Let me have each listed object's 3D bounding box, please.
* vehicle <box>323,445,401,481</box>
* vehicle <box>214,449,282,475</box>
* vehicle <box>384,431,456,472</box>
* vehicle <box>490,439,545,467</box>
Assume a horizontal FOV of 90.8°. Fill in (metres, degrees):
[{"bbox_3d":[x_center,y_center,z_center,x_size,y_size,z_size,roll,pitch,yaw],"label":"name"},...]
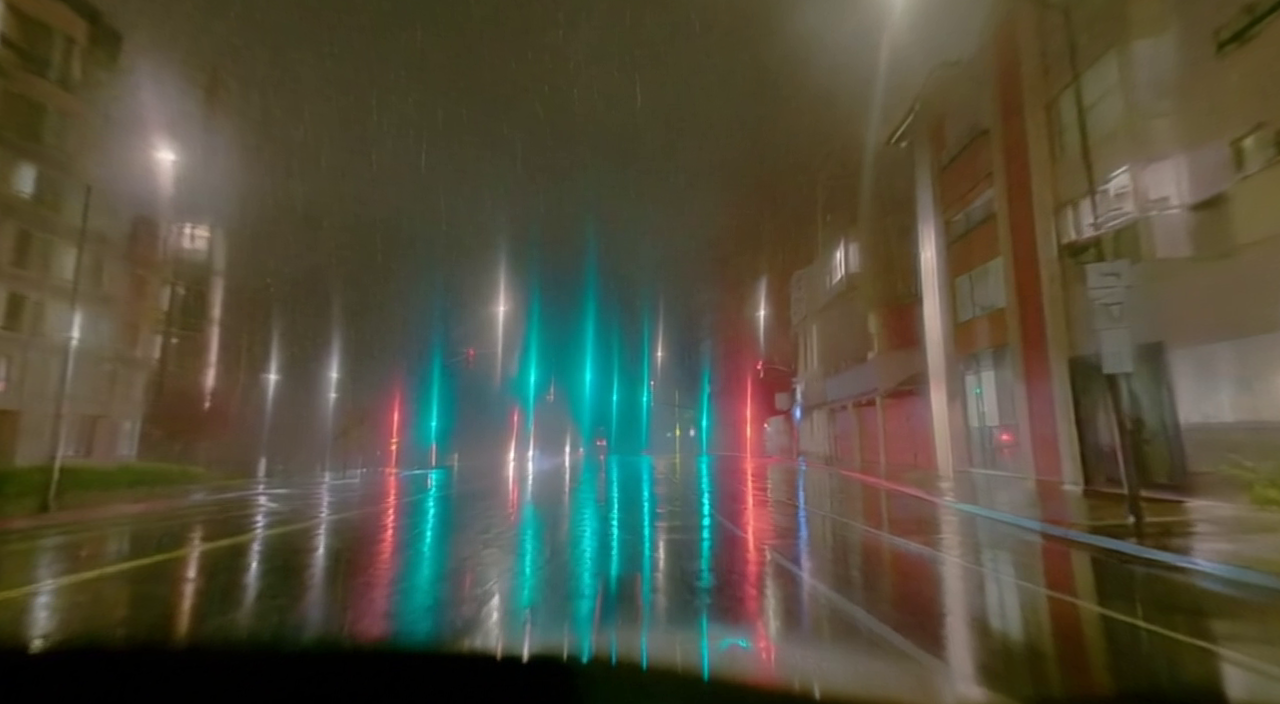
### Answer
[{"bbox_3d":[-12.790,5.105,29.331,1.868,1.520,3.796,0,-8,-1],"label":"vehicle"},{"bbox_3d":[-24.112,6.765,39.028,1.788,1.487,3.880,0,-8,-3],"label":"vehicle"},{"bbox_3d":[-12.677,5.798,36.879,2.268,2.181,5.482,0,-8,-1],"label":"vehicle"},{"bbox_3d":[-6.889,5.719,35.979,2.129,1.495,4.699,0,-8,1],"label":"vehicle"}]
